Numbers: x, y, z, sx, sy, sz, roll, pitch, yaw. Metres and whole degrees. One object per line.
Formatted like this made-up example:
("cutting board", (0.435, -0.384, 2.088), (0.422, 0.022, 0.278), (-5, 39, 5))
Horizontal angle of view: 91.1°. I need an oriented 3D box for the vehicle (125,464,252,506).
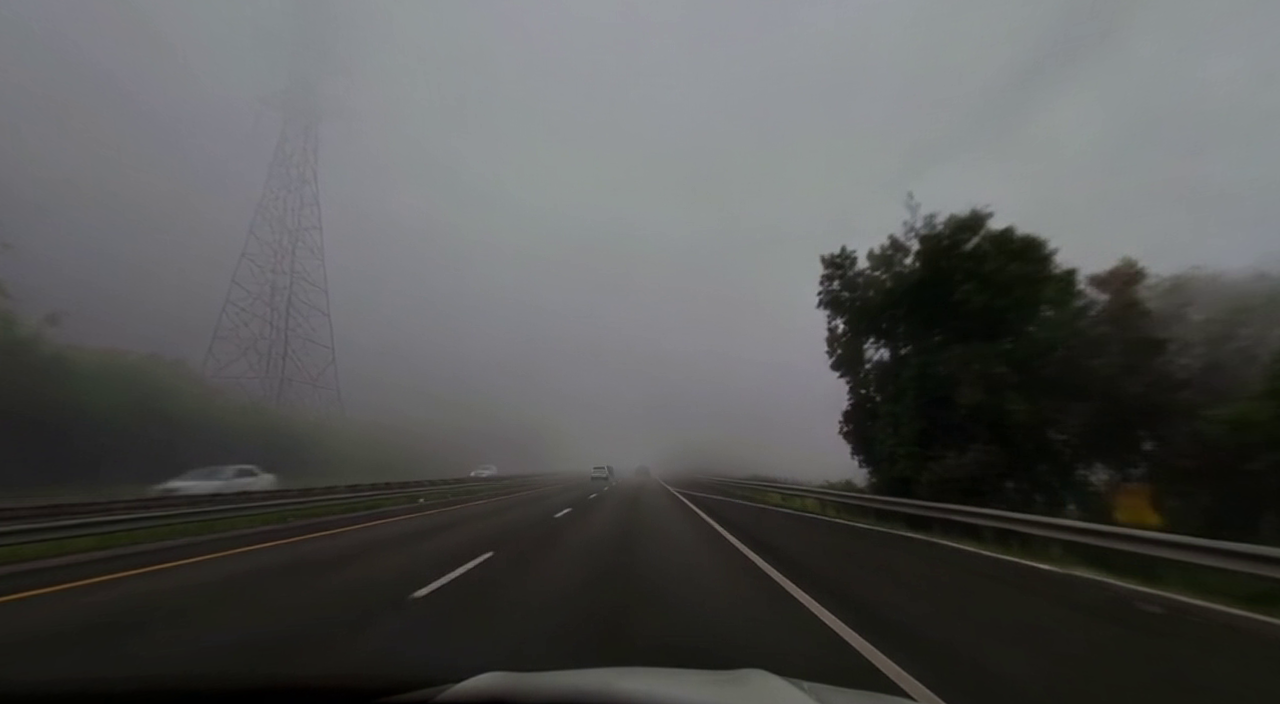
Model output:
("vehicle", (-19.245, 5.676, 27.103), (1.947, 1.607, 4.653), (0, -11, 1))
